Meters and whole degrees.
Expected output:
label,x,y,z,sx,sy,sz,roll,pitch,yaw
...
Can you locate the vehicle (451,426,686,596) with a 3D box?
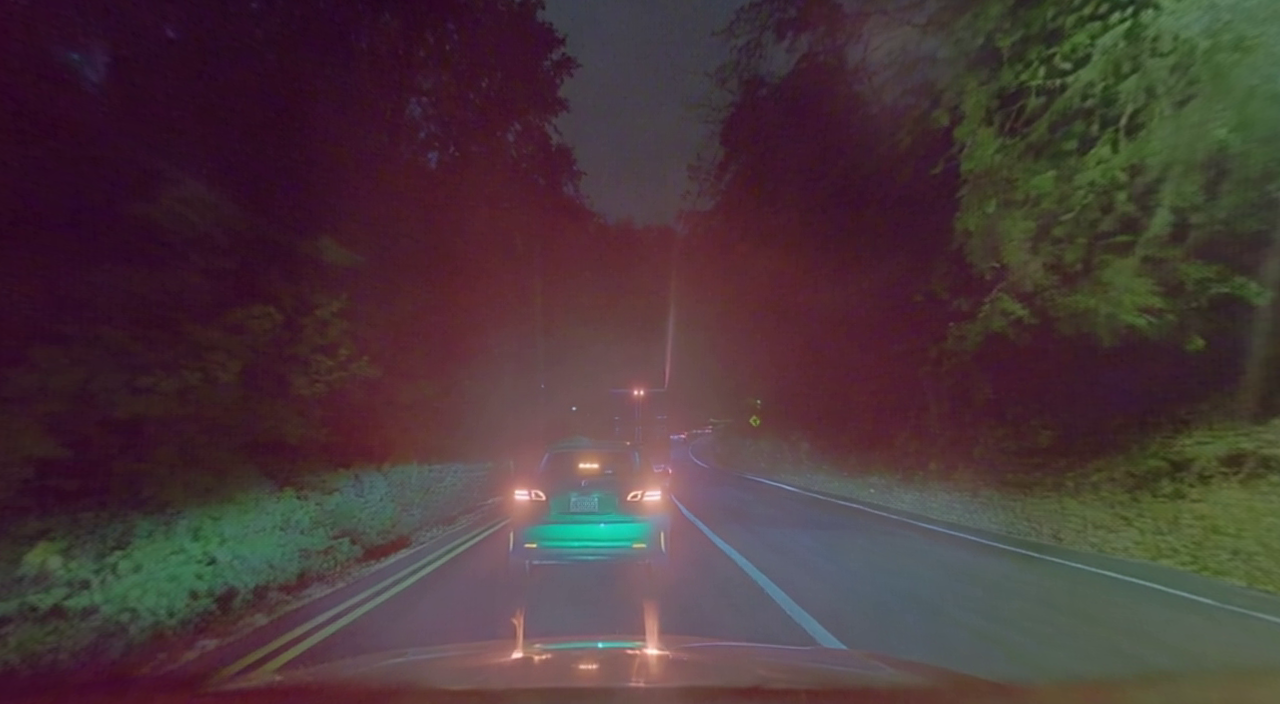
label,x,y,z,sx,sy,sz,roll,pitch,yaw
vehicle,-0.619,1.718,7.675,2.076,1.490,4.078,0,-9,0
